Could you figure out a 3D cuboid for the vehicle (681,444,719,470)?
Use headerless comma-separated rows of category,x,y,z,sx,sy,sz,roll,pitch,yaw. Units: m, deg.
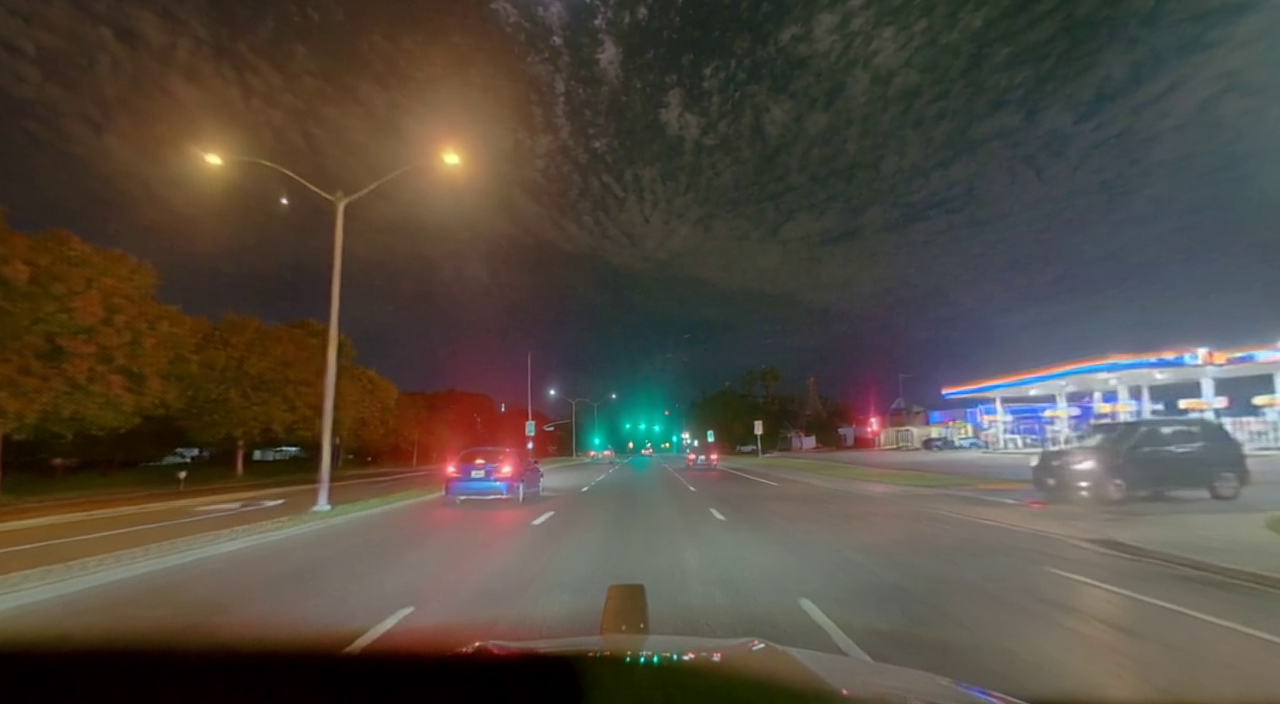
vehicle,3.615,6.366,38.387,1.883,1.465,3.975,0,-8,-1

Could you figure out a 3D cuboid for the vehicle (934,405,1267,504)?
vehicle,10.603,2.436,15.008,5.931,1.872,2.264,-3,-9,3

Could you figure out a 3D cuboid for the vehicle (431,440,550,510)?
vehicle,-3.485,2.939,15.603,1.803,1.463,4.422,0,-8,1
